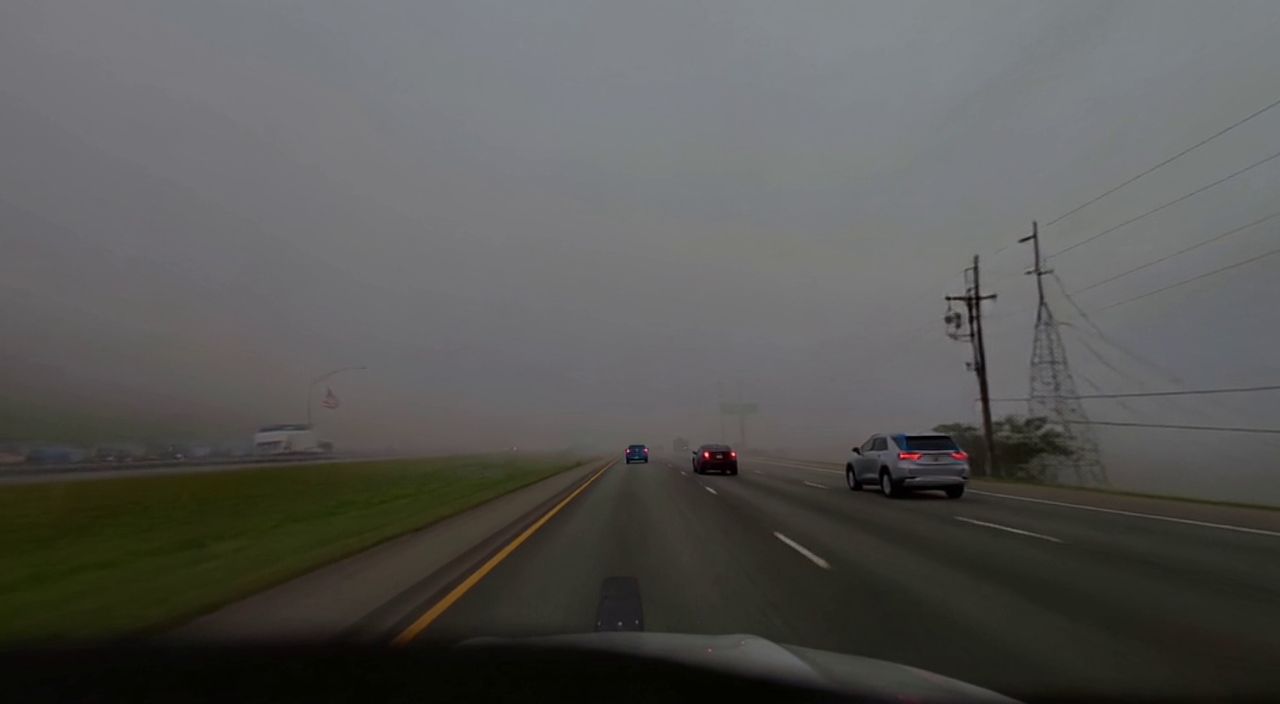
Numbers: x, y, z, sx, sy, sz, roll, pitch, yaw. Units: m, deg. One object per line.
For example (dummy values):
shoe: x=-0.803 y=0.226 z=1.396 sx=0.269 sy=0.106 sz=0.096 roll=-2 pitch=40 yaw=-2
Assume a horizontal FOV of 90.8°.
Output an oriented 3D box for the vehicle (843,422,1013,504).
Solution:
vehicle: x=7.249 y=2.835 z=16.615 sx=2.114 sy=1.800 sz=4.779 roll=0 pitch=-8 yaw=-1

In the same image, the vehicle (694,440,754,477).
vehicle: x=3.627 y=4.677 z=28.107 sx=1.978 sy=1.488 sz=4.252 roll=0 pitch=-8 yaw=-2

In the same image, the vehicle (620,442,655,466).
vehicle: x=-0.179 y=6.428 z=40.057 sx=2.085 sy=1.449 sz=3.860 roll=0 pitch=-8 yaw=-1
